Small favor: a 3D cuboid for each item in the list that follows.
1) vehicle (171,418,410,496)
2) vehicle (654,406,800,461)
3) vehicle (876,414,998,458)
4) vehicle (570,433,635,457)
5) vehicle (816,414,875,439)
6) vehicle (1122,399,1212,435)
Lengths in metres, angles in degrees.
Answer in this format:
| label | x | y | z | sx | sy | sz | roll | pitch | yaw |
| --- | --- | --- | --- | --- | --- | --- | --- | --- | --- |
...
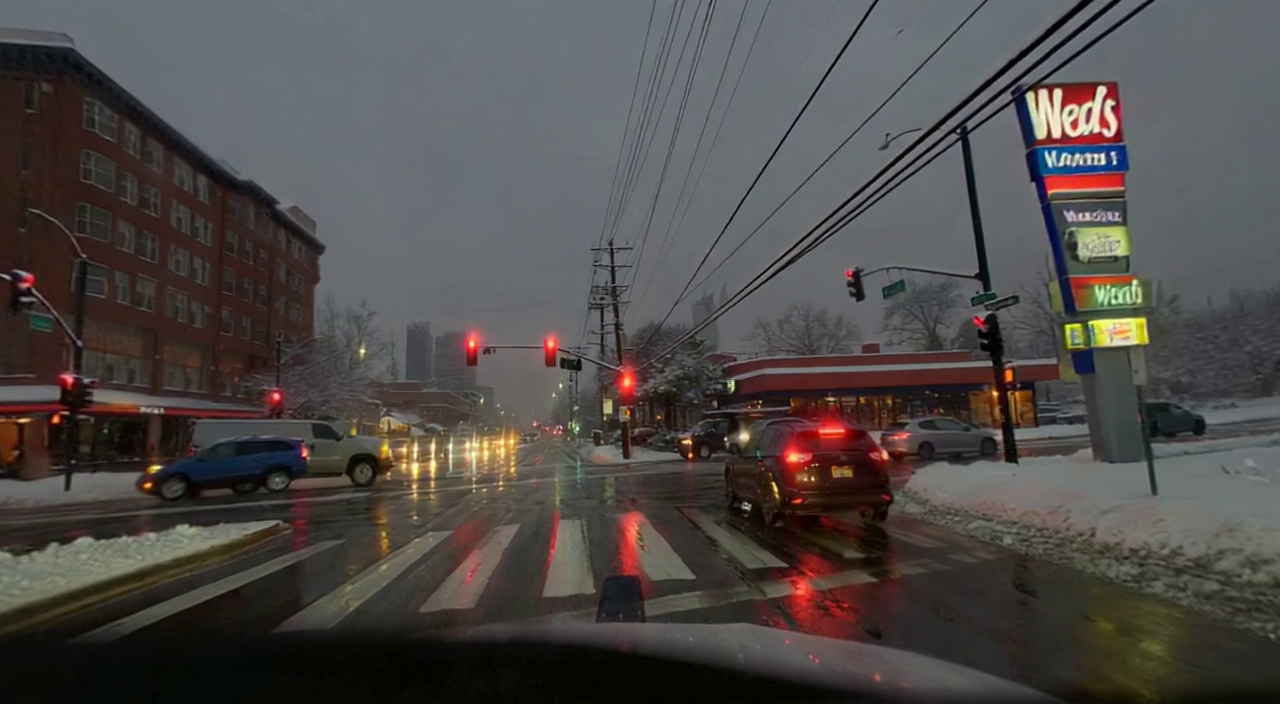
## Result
| label | x | y | z | sx | sy | sz | roll | pitch | yaw |
| --- | --- | --- | --- | --- | --- | --- | --- | --- | --- |
| vehicle | -9.804 | 2.972 | 18.175 | 5.603 | 1.938 | 2.081 | 5 | -10 | -30 |
| vehicle | 3.570 | 3.349 | 25.707 | 5.588 | 1.985 | 2.374 | 5 | -10 | -31 |
| vehicle | 11.175 | 3.170 | 23.715 | 4.499 | 1.524 | 1.784 | 4 | -10 | -29 |
| vehicle | -2.769 | 6.828 | 46.351 | 4.591 | 1.686 | 1.816 | 1 | -9 | -11 |
| vehicle | 16.112 | 5.835 | 49.458 | 4.589 | 1.730 | 1.801 | 6 | -8 | -31 |
| vehicle | 27.632 | 3.479 | 33.084 | 4.637 | 1.723 | 1.911 | 4 | -10 | -29 |
